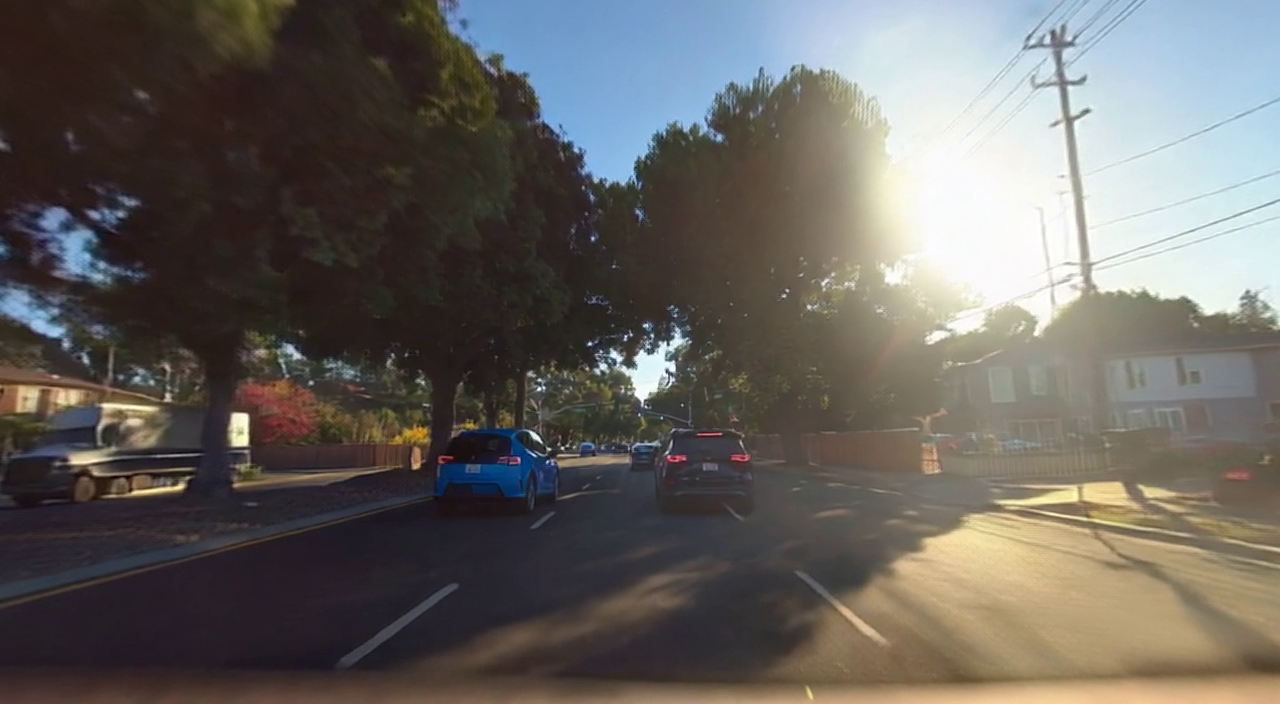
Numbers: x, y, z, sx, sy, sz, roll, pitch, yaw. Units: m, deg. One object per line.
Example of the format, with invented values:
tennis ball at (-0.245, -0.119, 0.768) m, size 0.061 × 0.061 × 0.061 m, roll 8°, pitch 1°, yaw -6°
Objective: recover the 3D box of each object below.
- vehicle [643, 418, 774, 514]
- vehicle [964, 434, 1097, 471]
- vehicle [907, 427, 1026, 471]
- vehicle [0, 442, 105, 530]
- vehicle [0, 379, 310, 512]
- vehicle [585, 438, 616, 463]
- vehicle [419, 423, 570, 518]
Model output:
vehicle at (1.285, 2.454, 13.940) m, size 2.280 × 1.747 × 4.361 m, roll 0°, pitch -9°, yaw -2°
vehicle at (19.222, 4.966, 31.339) m, size 2.320 × 1.592 × 5.103 m, roll 2°, pitch -8°, yaw -24°
vehicle at (15.966, 4.720, 31.135) m, size 2.032 × 1.877 × 4.876 m, roll 1°, pitch -7°, yaw -25°
vehicle at (-11.928, 2.259, 10.516) m, size 1.923 × 1.490 × 4.501 m, roll -1°, pitch -9°, yaw 2°
vehicle at (-15.077, 3.055, 20.524) m, size 2.901 × 3.276 × 9.720 m, roll -1°, pitch -9°, yaw 4°
vehicle at (-2.909, 7.393, 47.190) m, size 2.014 × 1.755 × 4.360 m, roll 0°, pitch -9°, yaw 1°
vehicle at (-2.882, 2.494, 13.735) m, size 2.043 × 1.687 × 4.676 m, roll -1°, pitch -9°, yaw 2°
